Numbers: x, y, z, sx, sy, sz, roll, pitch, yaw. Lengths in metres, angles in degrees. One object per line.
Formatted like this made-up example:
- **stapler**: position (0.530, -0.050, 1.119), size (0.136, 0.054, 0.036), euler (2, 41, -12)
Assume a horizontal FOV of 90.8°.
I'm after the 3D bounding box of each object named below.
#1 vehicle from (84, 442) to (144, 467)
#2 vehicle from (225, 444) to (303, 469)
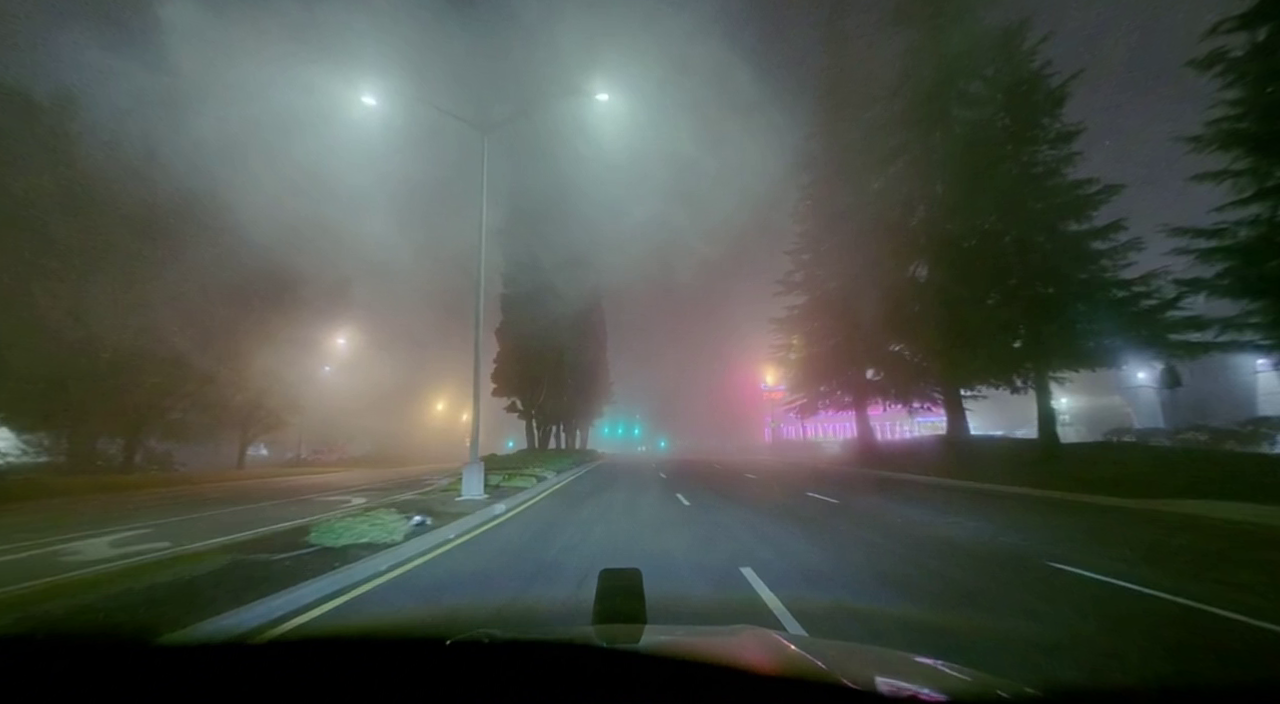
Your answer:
- **vehicle**: position (-41.624, 8.092, 49.962), size (4.997, 1.912, 2.111), euler (-6, -10, 33)
- **vehicle**: position (-28.434, 7.922, 47.987), size (4.922, 1.511, 1.959), euler (1, -8, -27)
